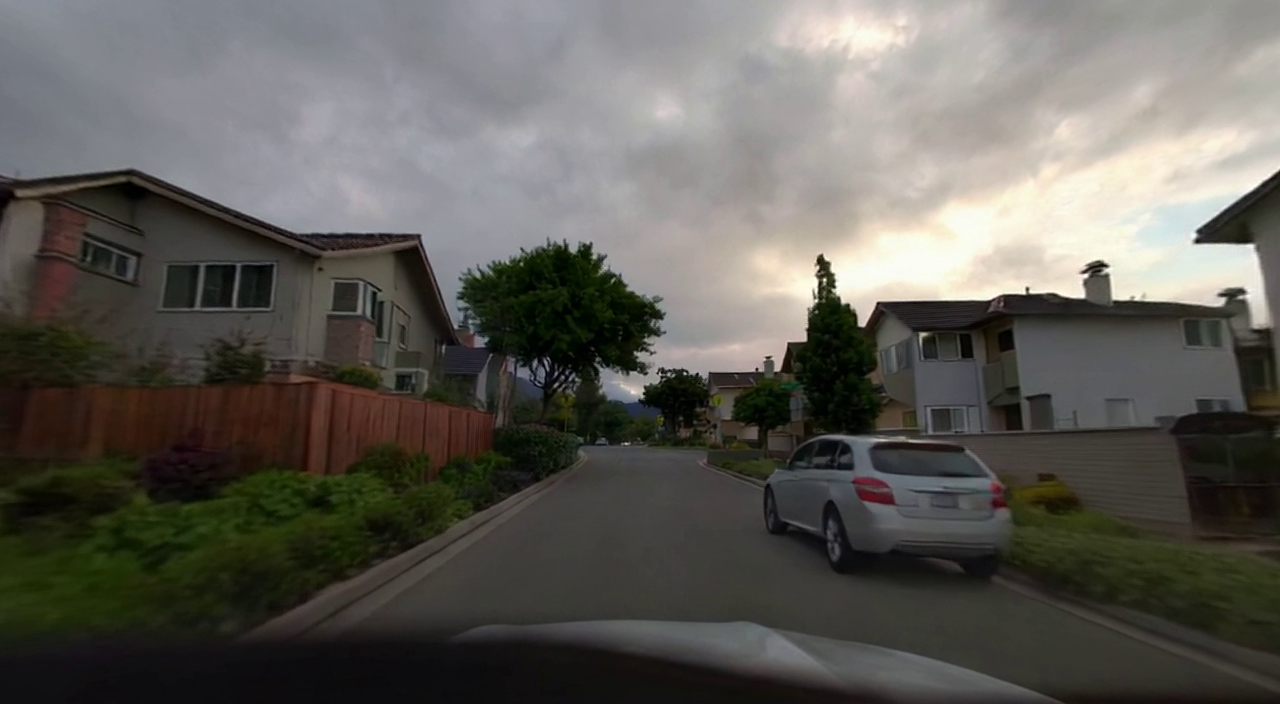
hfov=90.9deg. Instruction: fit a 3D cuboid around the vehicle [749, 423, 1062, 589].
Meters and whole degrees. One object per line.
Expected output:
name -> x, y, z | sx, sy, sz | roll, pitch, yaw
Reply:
vehicle -> 2.810, 1.674, 7.869 | 1.955, 1.498, 4.046 | 0, -7, -3
